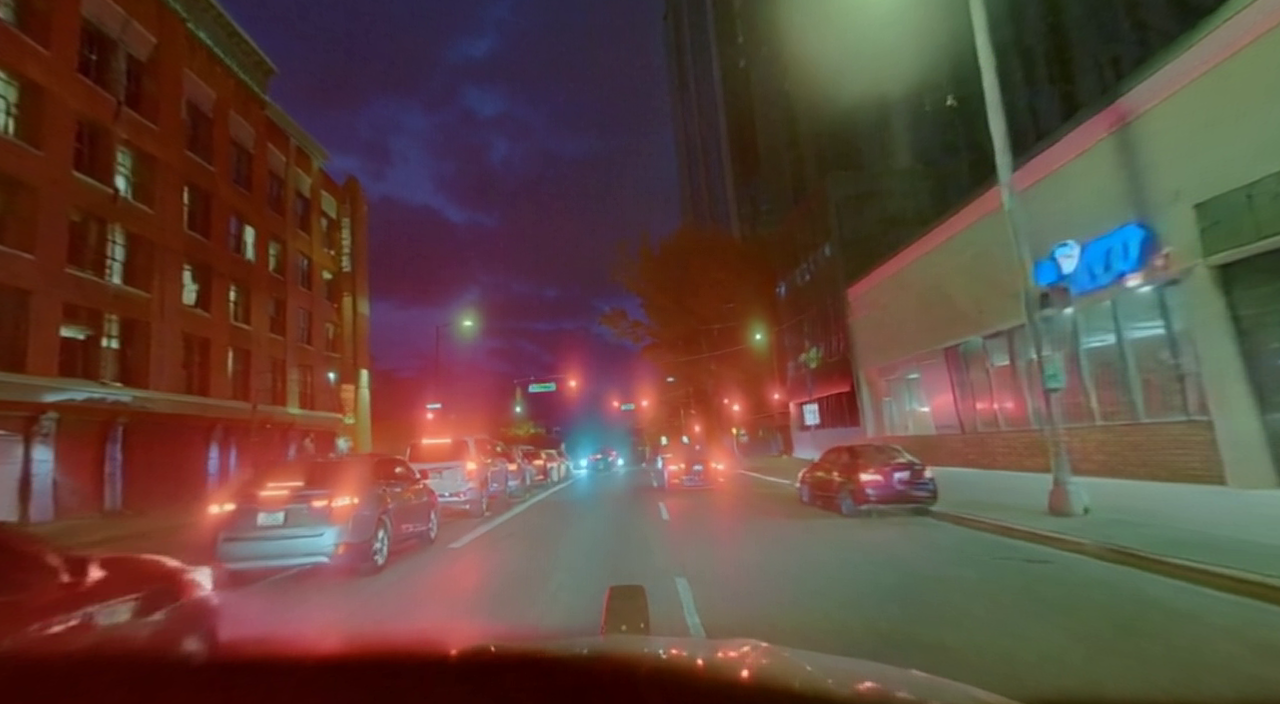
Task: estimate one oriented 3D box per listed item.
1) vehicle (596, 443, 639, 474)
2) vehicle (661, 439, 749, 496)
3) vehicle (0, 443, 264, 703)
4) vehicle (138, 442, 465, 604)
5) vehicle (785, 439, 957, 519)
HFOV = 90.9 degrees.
[{"bbox_3d":[-1.142,5.550,33.144,2.102,1.521,4.078,0,-8,-1],"label":"vehicle"},{"bbox_3d":[1.795,3.387,18.908,2.150,1.464,4.467,-1,-8,0],"label":"vehicle"},{"bbox_3d":[-2.874,0.874,1.000,2.169,1.427,4.531,0,-8,-7],"label":"vehicle"},{"bbox_3d":[-3.886,1.976,8.445,2.214,1.496,4.648,0,-8,-6],"label":"vehicle"},{"bbox_3d":[4.778,2.665,13.895,1.956,1.446,4.537,0,-8,-2],"label":"vehicle"}]
